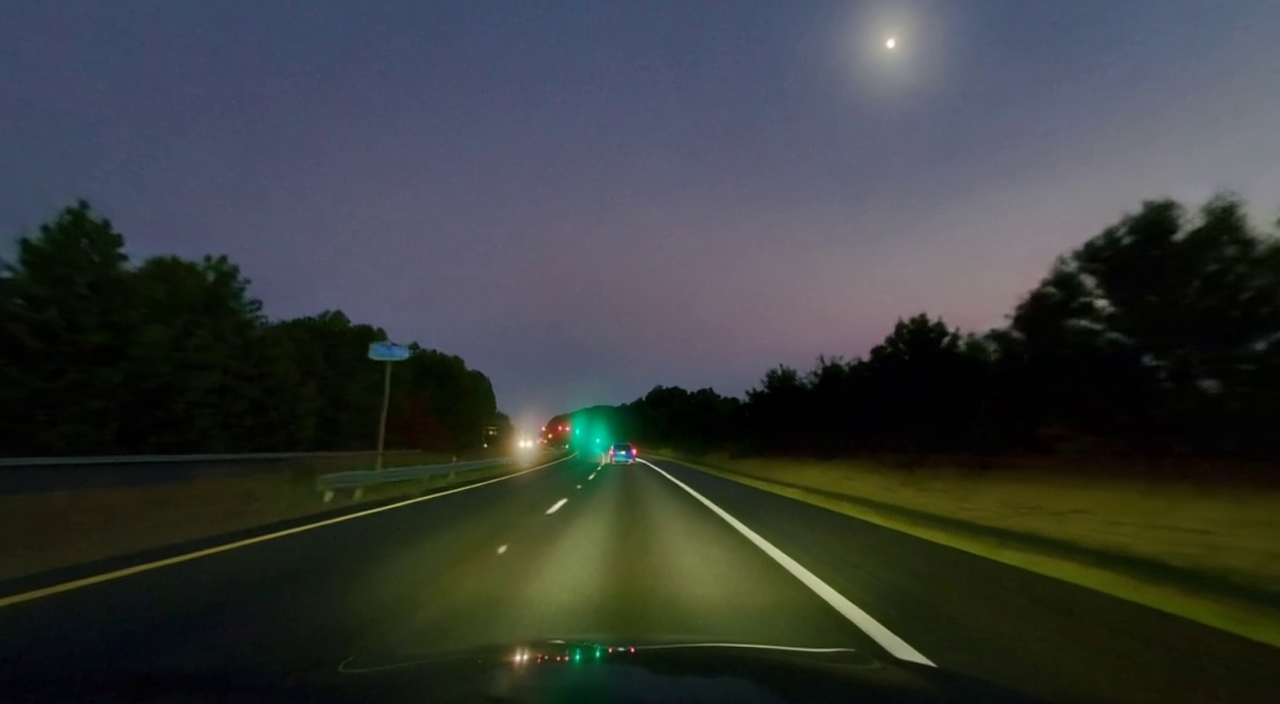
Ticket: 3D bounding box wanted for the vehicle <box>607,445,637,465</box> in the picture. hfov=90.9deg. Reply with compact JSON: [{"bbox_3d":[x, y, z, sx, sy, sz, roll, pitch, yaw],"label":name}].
[{"bbox_3d":[-1.362,7.707,47.097,2.126,1.411,4.433,0,-9,-2],"label":"vehicle"}]
